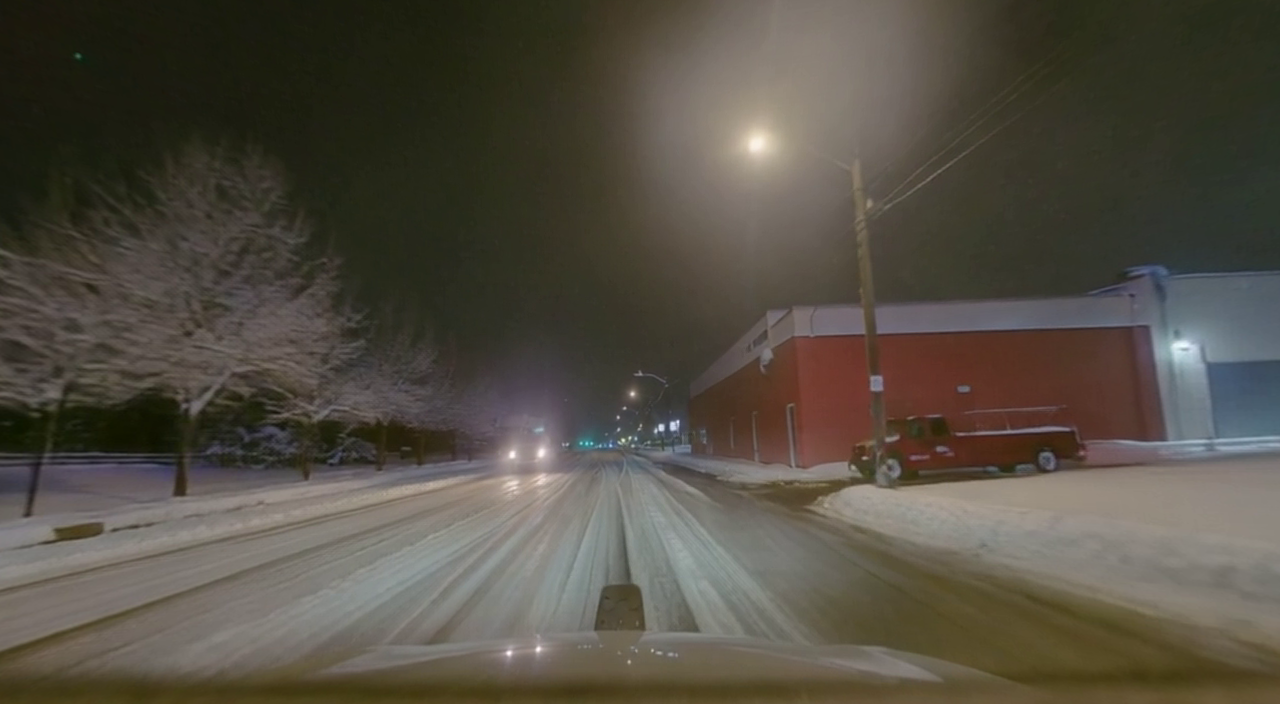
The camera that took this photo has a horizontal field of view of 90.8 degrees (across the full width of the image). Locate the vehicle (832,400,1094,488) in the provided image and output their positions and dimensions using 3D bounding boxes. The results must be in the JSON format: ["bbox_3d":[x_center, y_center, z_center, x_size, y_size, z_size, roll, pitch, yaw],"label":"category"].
[{"bbox_3d":[10.413,3.002,20.829,7.188,2.416,2.528,-2,-9,-4],"label":"vehicle"}]

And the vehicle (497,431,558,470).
[{"bbox_3d":[-6.756,6.048,38.933,2.770,2.135,6.329,0,-8,-2],"label":"vehicle"}]
